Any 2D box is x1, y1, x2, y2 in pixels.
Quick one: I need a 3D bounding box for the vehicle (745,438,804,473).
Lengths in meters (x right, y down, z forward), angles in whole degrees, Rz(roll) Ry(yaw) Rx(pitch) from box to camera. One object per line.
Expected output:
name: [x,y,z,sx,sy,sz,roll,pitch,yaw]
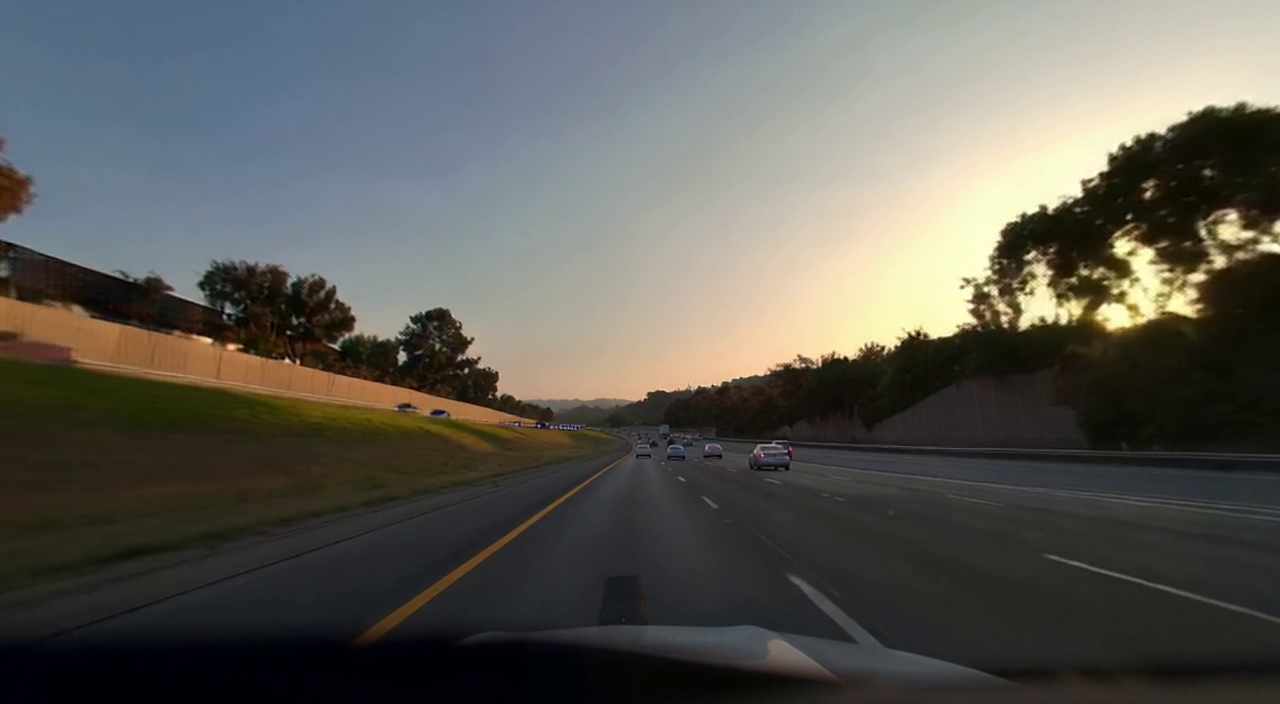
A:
vehicle: [7.011,5.420,33.228,2.048,1.697,4.689,0,-8,-1]
